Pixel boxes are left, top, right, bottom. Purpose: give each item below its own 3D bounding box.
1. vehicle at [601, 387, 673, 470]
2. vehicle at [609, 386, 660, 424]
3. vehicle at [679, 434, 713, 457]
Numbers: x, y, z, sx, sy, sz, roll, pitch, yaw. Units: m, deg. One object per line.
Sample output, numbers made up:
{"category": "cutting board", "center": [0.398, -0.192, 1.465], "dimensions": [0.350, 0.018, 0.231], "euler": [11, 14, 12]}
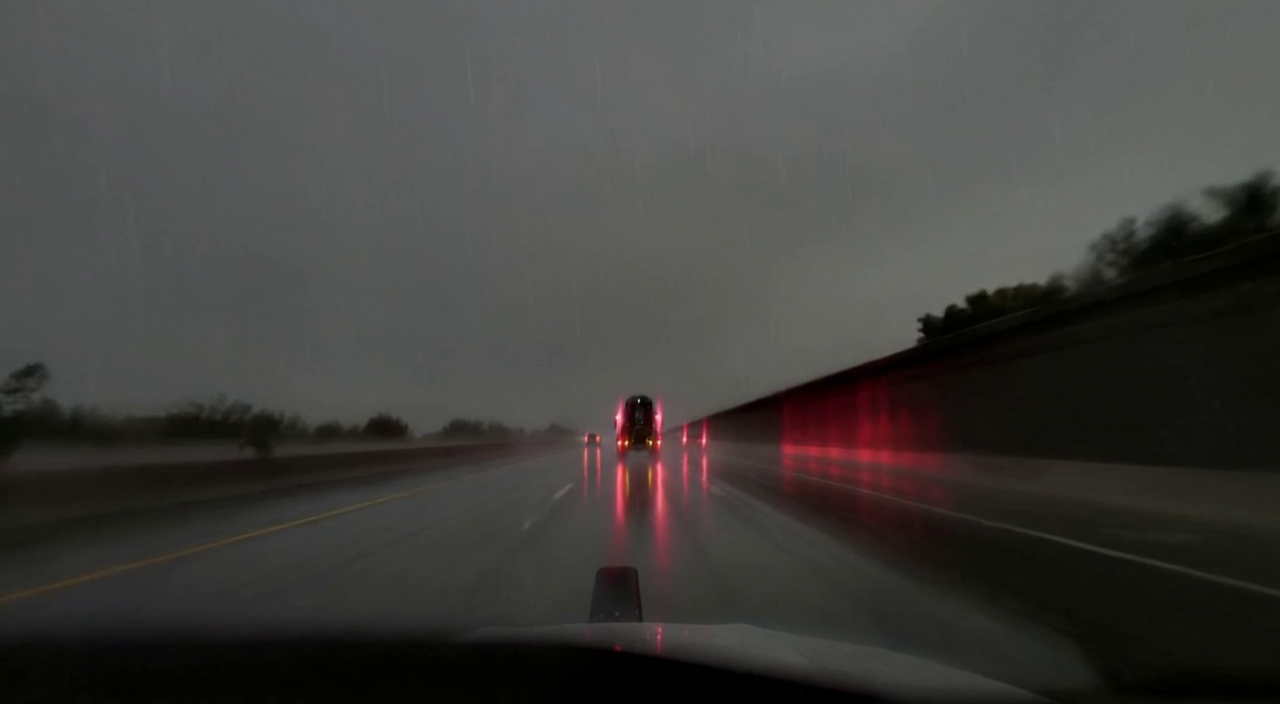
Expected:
{"category": "vehicle", "center": [-0.318, 4.007, 32.673], "dimensions": [2.953, 3.406, 13.372], "euler": [0, -7, -2]}
{"category": "vehicle", "center": [-0.234, 2.421, 28.121], "dimensions": [2.112, 1.472, 4.240], "euler": [0, -8, 0]}
{"category": "vehicle", "center": [3.795, 6.418, 43.210], "dimensions": [1.910, 1.492, 4.324], "euler": [0, -8, -1]}
